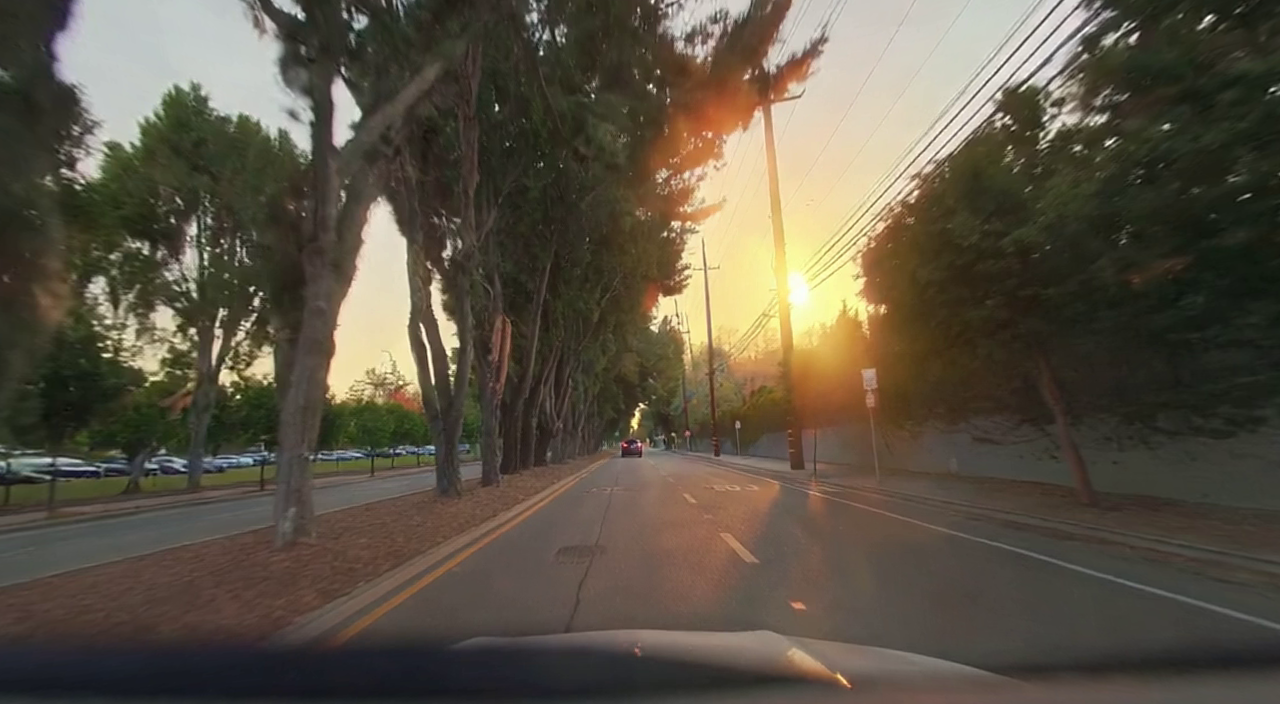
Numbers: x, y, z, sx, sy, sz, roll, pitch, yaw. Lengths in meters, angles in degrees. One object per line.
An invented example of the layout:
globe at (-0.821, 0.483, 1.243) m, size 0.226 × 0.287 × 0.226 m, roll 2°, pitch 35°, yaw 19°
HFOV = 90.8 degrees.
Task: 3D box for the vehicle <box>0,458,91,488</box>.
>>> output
vehicle at (-33.945, 6.786, 35.550) m, size 4.280 × 1.535 × 1.888 m, roll -1°, pitch -9°, yaw 0°

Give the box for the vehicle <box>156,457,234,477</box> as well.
vehicle at (-34.252, 8.845, 48.739) m, size 4.499 × 1.448 × 1.915 m, roll 0°, pitch -8°, yaw -3°

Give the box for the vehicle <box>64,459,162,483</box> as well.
vehicle at (-33.939, 7.686, 40.783) m, size 4.581 × 1.402 × 1.921 m, roll 0°, pitch -8°, yaw -1°
